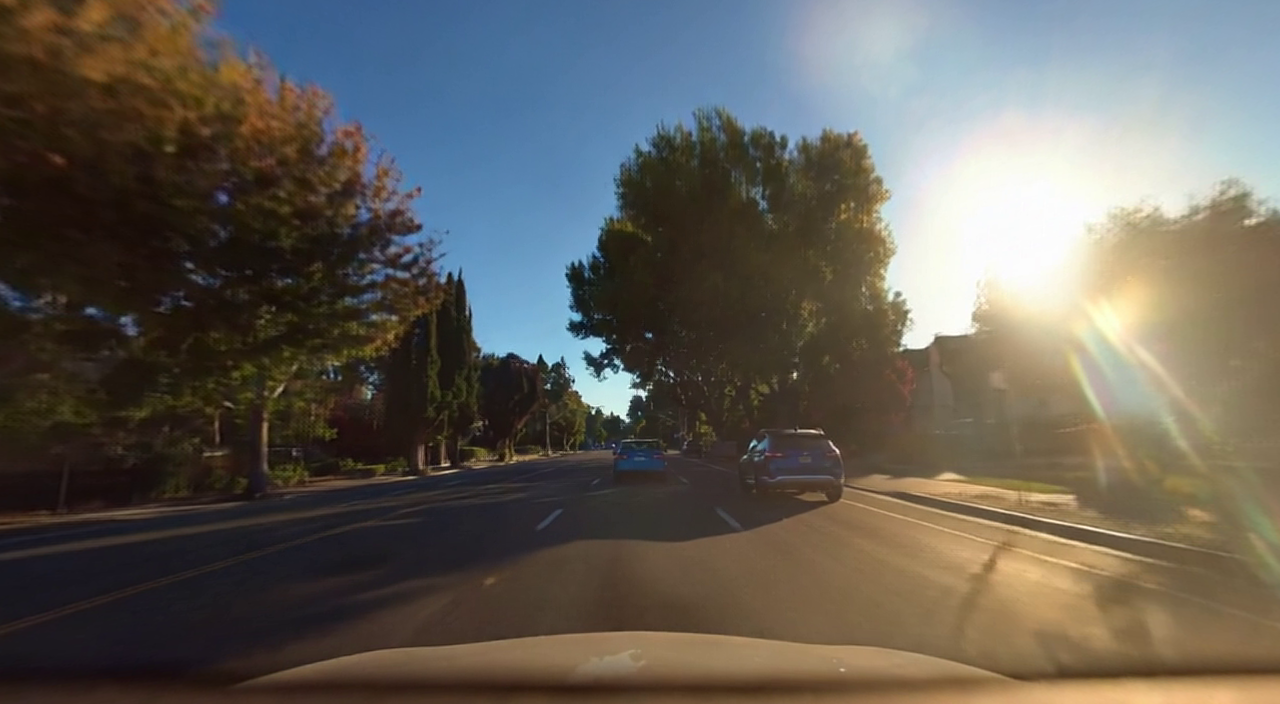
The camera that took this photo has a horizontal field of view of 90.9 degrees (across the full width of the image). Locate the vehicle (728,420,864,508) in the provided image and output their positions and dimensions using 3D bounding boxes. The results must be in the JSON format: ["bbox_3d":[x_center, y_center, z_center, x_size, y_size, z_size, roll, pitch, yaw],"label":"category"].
[{"bbox_3d":[3.420,2.560,14.833,2.024,1.711,4.512,0,-8,0],"label":"vehicle"}]

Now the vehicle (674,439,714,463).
[{"bbox_3d":[3.378,6.272,40.012,2.099,1.463,4.130,0,-8,-1],"label":"vehicle"}]

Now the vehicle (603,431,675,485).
[{"bbox_3d":[-0.025,3.578,21.541,2.200,1.653,4.127,0,-8,0],"label":"vehicle"}]
